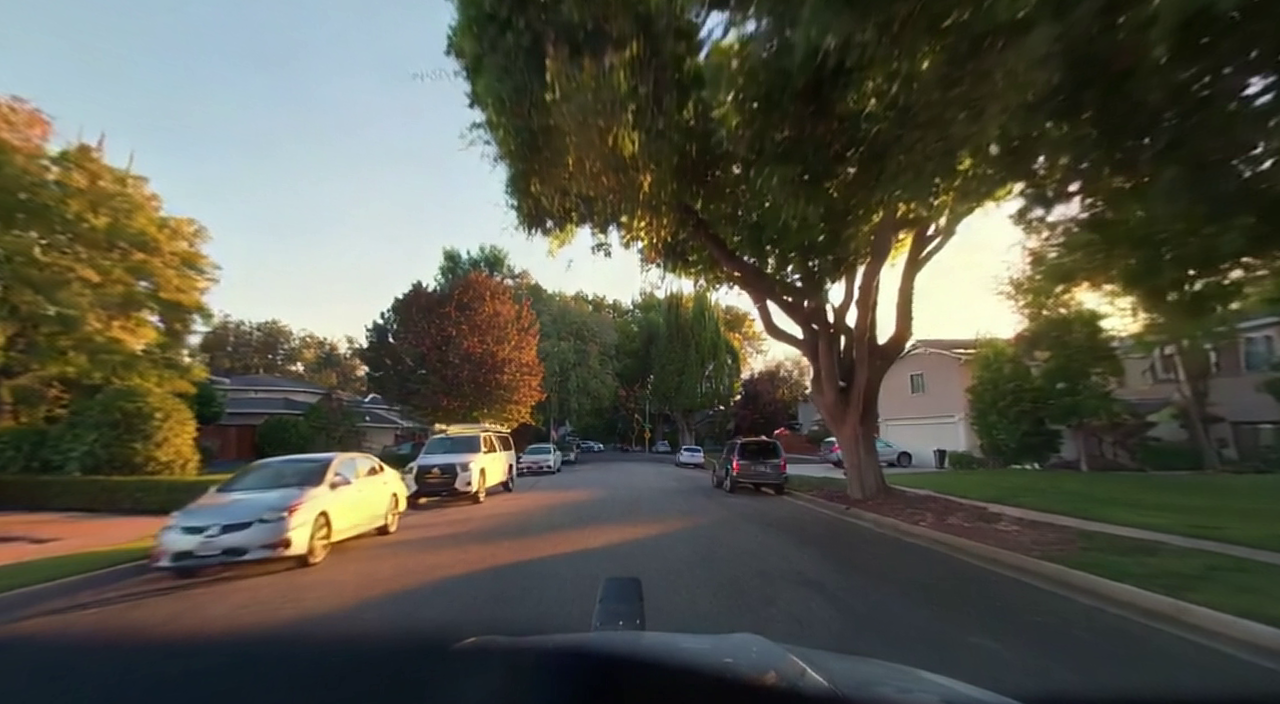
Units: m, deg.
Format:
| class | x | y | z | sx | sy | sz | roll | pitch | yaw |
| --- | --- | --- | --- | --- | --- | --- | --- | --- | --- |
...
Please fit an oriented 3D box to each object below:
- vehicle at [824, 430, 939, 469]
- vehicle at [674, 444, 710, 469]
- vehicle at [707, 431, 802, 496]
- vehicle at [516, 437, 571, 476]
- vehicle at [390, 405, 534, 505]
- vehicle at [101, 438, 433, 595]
| class | x | y | z | sx | sy | sz | roll | pitch | yaw |
| --- | --- | --- | --- | --- | --- | --- | --- | --- | --- |
| vehicle | 12.232 | 4.985 | 32.237 | 5.043 | 1.865 | 2.026 | 1 | -9 | -1 |
| vehicle | 3.348 | 6.756 | 41.099 | 1.945 | 1.495 | 3.983 | 1 | -9 | -1 |
| vehicle | 3.431 | 3.448 | 19.852 | 2.082 | 1.790 | 4.330 | 1 | -9 | -1 |
| vehicle | -4.981 | 5.431 | 33.248 | 2.140 | 1.815 | 4.926 | 0 | -7 | -1 |
| vehicle | -4.961 | 2.977 | 18.967 | 2.476 | 2.434 | 6.543 | 0 | -7 | -1 |
| vehicle | -4.505 | 1.965 | 8.693 | 2.031 | 1.479 | 4.497 | -1 | -7 | -3 |
